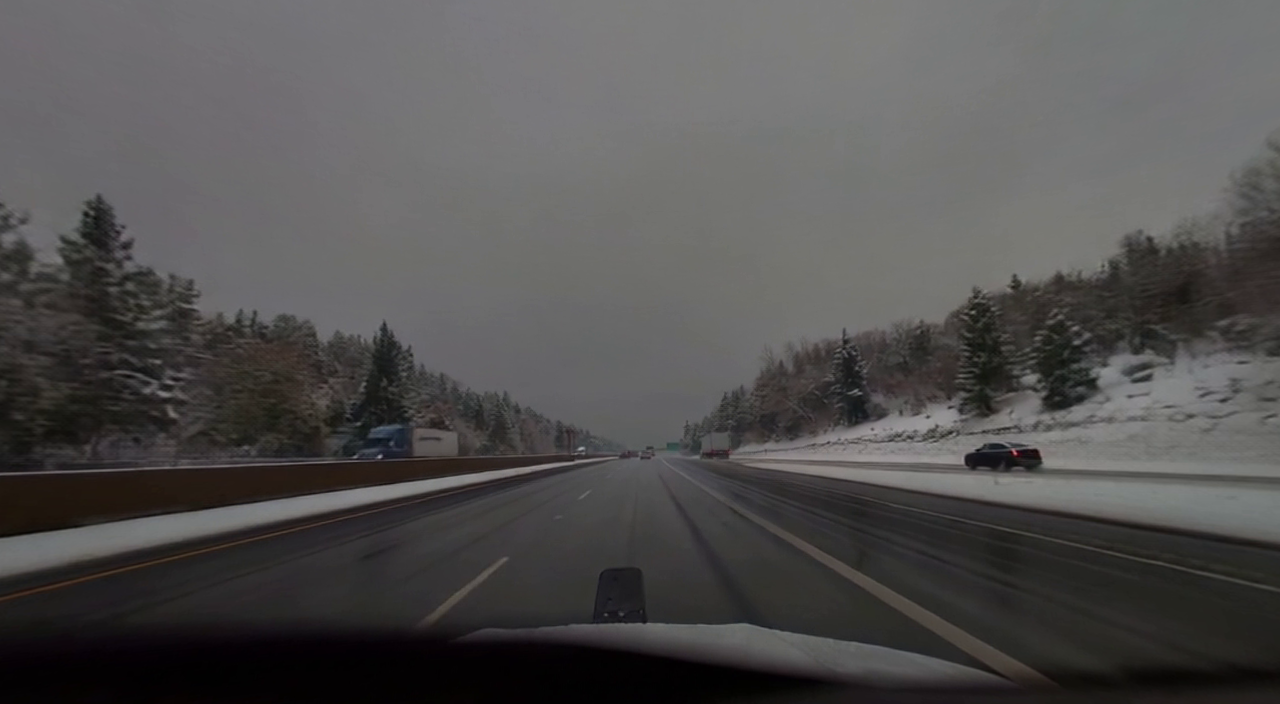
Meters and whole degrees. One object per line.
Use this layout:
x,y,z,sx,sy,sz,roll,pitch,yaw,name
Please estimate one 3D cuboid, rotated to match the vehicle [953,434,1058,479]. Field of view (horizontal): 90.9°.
16.053,4.618,27.899,2.038,1.823,3.744,1,-9,-7,vehicle
